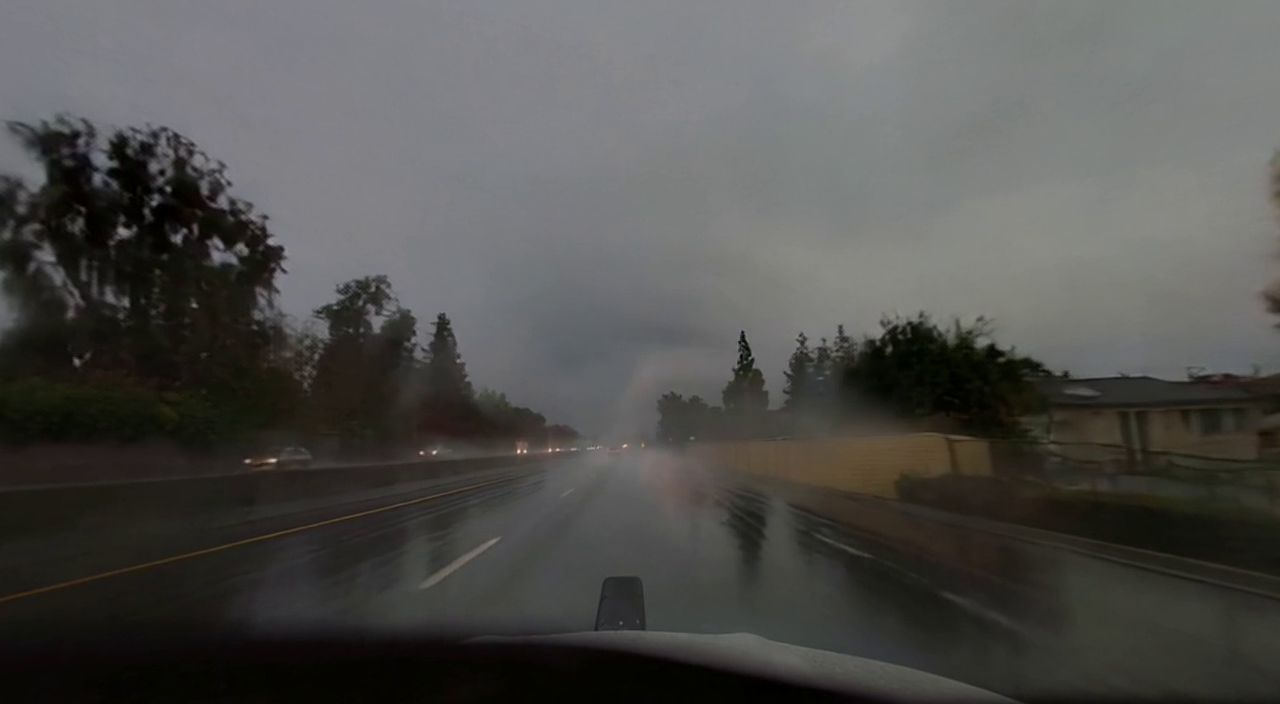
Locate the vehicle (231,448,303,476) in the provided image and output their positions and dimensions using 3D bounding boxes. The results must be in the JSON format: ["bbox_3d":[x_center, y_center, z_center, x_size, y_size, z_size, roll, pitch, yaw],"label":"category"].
[{"bbox_3d":[-24.846,7.308,42.108,1.963,1.698,4.520,0,-9,1],"label":"vehicle"}]
